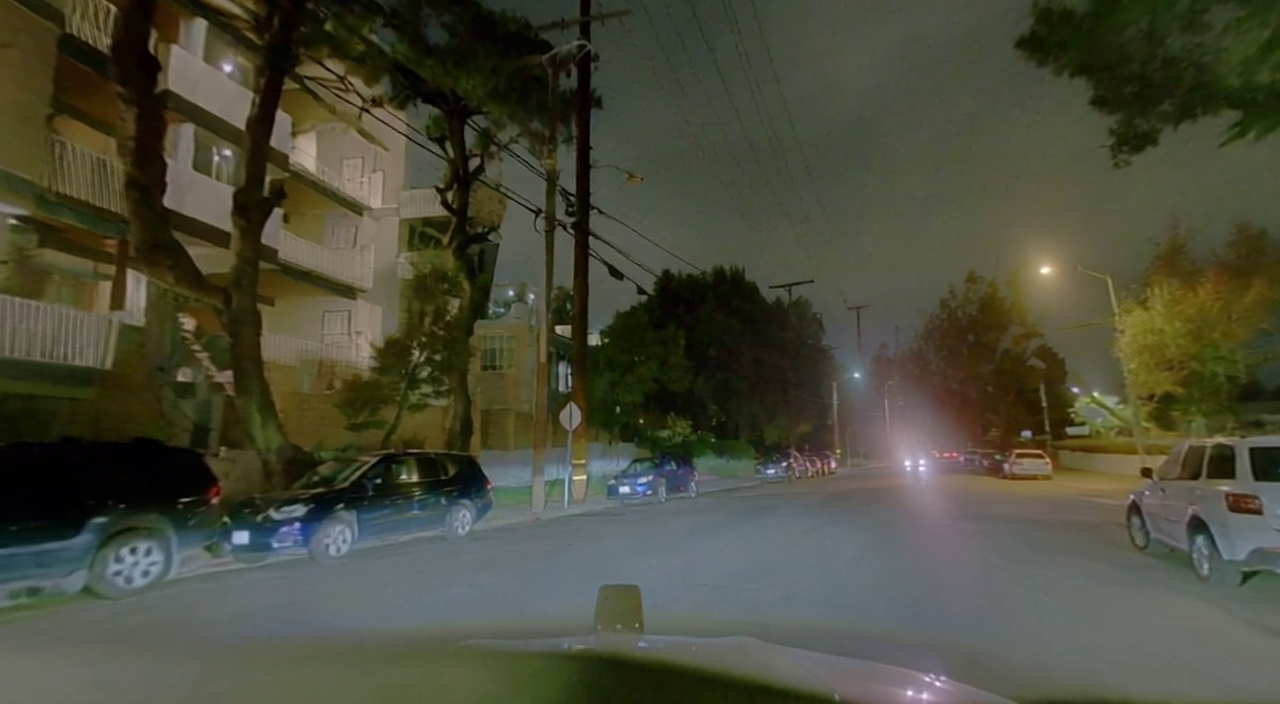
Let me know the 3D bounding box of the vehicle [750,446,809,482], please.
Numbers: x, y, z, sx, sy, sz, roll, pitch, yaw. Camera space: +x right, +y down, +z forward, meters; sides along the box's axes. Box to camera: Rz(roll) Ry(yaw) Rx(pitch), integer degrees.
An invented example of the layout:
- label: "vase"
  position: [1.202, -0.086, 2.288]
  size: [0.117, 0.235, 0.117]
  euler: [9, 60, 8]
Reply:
- label: "vehicle"
  position: [7.786, 6.118, 34.911]
  size: [2.011, 1.801, 4.676]
  euler: [-4, -9, 26]

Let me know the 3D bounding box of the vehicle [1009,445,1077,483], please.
- label: "vehicle"
  position: [17.568, 4.845, 27.722]
  size: [1.964, 1.515, 4.055]
  euler: [-4, -9, 26]

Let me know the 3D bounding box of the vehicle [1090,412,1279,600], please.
- label: "vehicle"
  position: [7.216, 1.654, 7.527]
  size: [2.180, 1.677, 4.432]
  euler: [-4, -9, 25]

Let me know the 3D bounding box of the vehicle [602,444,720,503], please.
- label: "vehicle"
  position: [0.841, 4.149, 21.433]
  size: [2.017, 1.582, 4.664]
  euler: [-13, -16, 26]

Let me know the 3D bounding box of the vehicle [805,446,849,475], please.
- label: "vehicle"
  position: [13.699, 7.963, 46.129]
  size: [1.953, 1.699, 4.234]
  euler: [-11, -16, 27]

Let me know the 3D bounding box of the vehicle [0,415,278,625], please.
- label: "vehicle"
  position: [-6.579, 1.697, 6.144]
  size: [1.973, 1.848, 5.100]
  euler: [-13, -13, 23]

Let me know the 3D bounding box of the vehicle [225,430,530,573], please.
- label: "vehicle"
  position: [-4.141, 2.450, 10.853]
  size: [2.068, 1.745, 4.579]
  euler: [-12, -13, 23]
